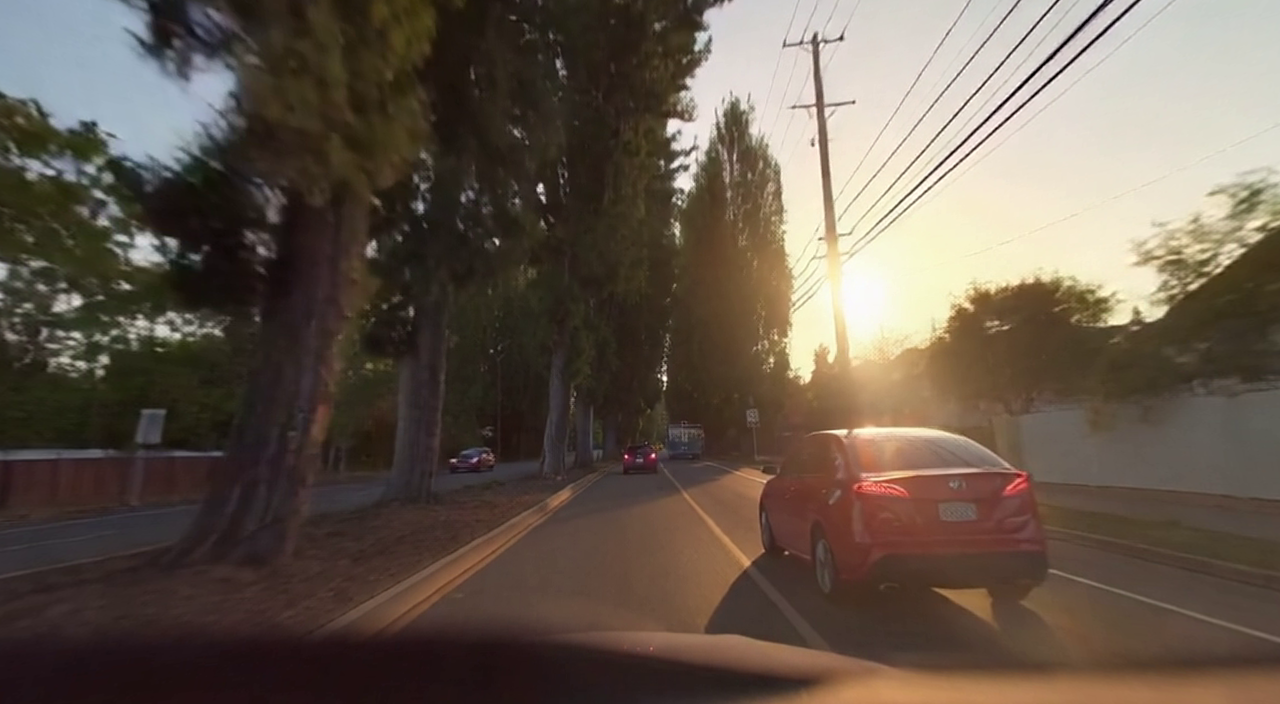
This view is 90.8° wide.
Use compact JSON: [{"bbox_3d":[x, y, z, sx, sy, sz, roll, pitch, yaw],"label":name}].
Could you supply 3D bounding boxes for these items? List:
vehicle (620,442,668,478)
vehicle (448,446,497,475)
[{"bbox_3d":[0.187,4.812,28.389,2.018,1.511,3.993,0,-8,1],"label":"vehicle"},{"bbox_3d":[-11.148,7.225,42.407,1.951,1.795,4.579,0,-9,1],"label":"vehicle"}]
